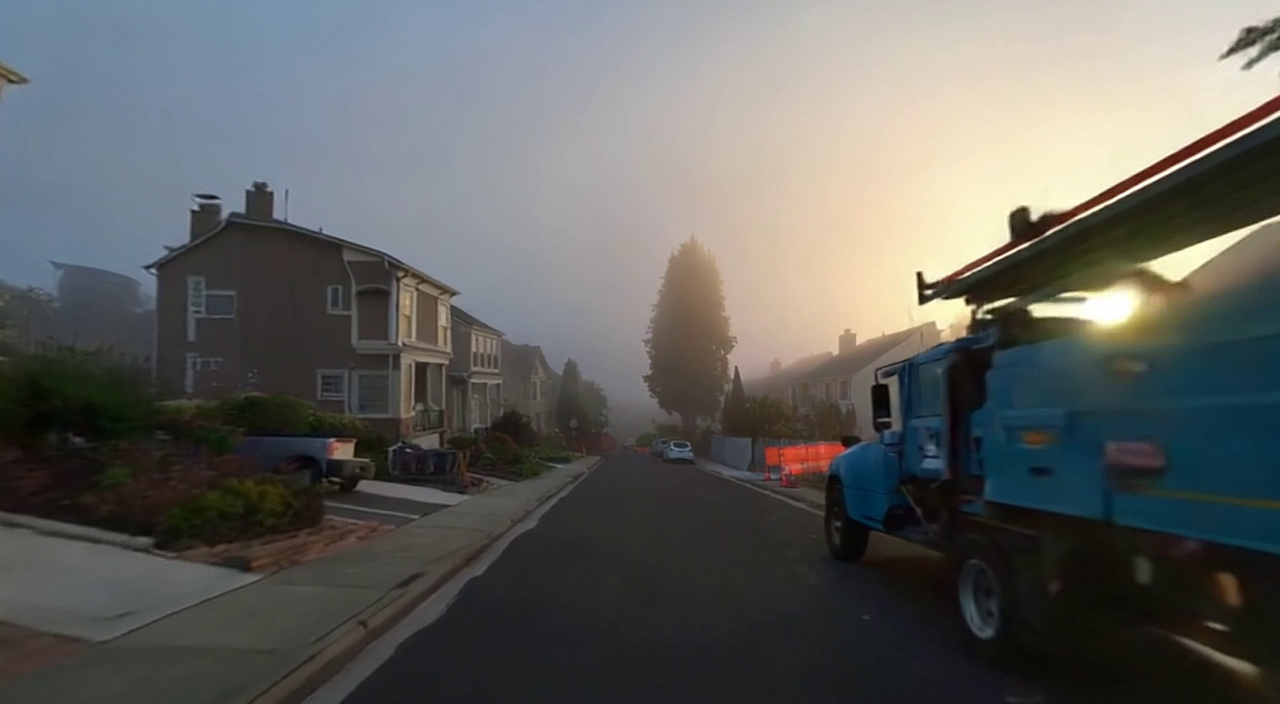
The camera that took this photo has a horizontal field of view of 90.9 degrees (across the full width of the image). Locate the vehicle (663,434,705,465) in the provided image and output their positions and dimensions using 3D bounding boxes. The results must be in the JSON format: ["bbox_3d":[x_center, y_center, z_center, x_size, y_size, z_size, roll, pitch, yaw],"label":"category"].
[{"bbox_3d":[2.628,5.950,38.774,2.066,1.739,4.234,0,-8,-3],"label":"vehicle"}]

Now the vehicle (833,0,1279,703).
[{"bbox_3d":[3.245,0.335,2.317,2.879,2.801,6.142,0,-8,-2],"label":"vehicle"}]
